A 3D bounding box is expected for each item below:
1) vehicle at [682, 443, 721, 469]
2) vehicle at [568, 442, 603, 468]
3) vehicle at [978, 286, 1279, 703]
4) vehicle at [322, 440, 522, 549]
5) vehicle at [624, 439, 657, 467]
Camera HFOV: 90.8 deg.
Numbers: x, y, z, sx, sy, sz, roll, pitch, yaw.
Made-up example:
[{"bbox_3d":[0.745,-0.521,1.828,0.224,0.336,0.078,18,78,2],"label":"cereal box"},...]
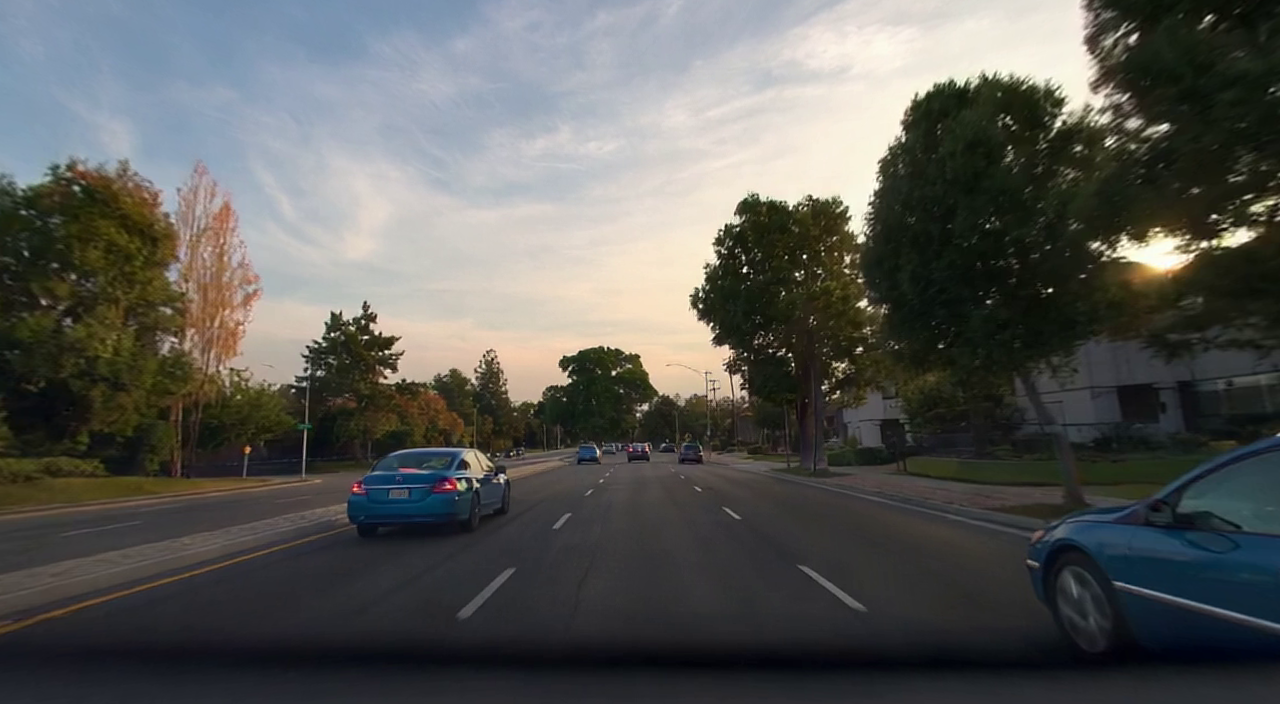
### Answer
[{"bbox_3d":[3.699,6.278,38.411,1.830,1.451,4.009,0,-8,-2],"label":"vehicle"},{"bbox_3d":[-3.481,6.680,41.265,2.000,1.569,3.794,0,-8,-1],"label":"vehicle"},{"bbox_3d":[3.653,0.733,2.725,2.125,1.937,3.924,0,-8,-1],"label":"vehicle"},{"bbox_3d":[-3.389,2.270,10.889,1.844,1.451,4.543,0,-8,0],"label":"vehicle"},{"bbox_3d":[-0.044,6.630,41.696,2.043,1.734,4.253,0,-8,-2],"label":"vehicle"}]
